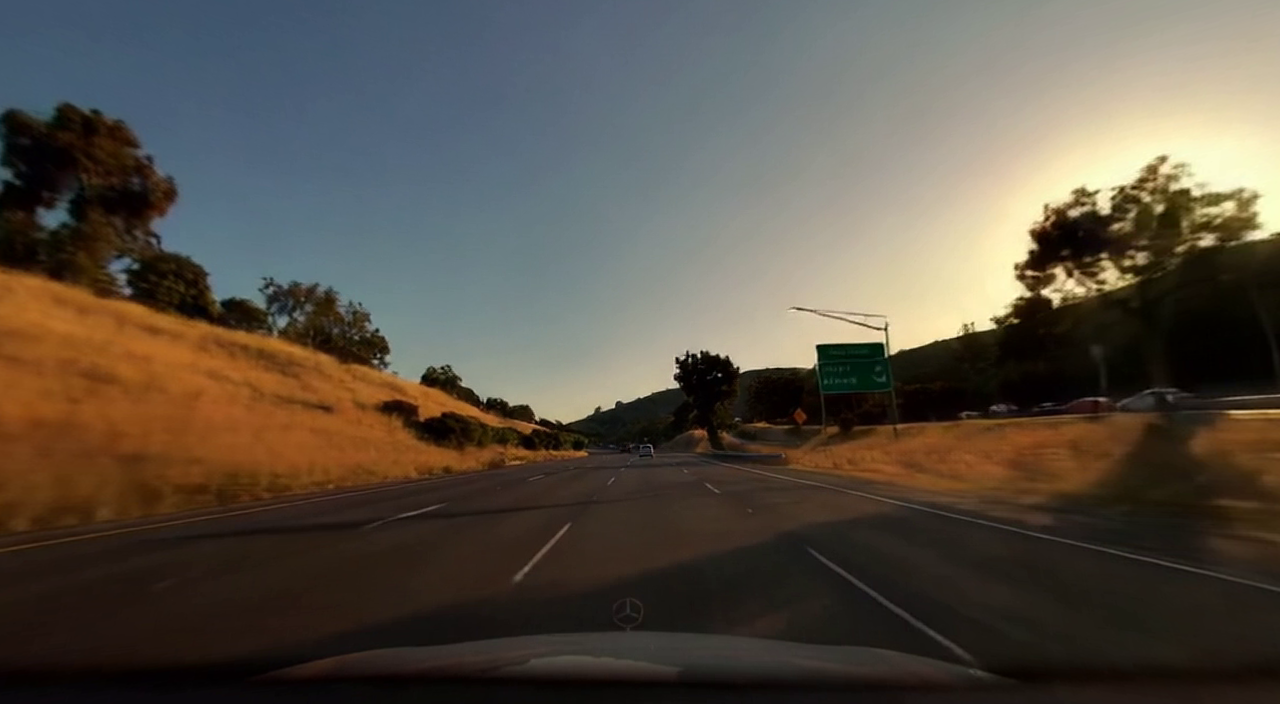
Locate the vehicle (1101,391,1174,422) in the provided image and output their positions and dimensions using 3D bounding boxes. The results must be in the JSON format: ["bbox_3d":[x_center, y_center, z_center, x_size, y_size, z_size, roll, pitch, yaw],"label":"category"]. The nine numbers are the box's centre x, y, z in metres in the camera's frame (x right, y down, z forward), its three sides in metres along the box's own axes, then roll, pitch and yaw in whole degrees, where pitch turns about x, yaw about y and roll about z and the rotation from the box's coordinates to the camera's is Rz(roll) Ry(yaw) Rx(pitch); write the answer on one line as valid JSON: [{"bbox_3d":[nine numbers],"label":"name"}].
[{"bbox_3d":[29.334,3.251,37.170,4.190,1.643,1.885,5,-10,-31],"label":"vehicle"}]

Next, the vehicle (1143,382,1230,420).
[{"bbox_3d":[29.480,2.701,33.958,4.910,1.740,2.006,5,-10,-32],"label":"vehicle"}]

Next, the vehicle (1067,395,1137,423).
[{"bbox_3d":[29.554,3.667,40.315,4.316,1.597,1.869,5,-10,-30],"label":"vehicle"}]
